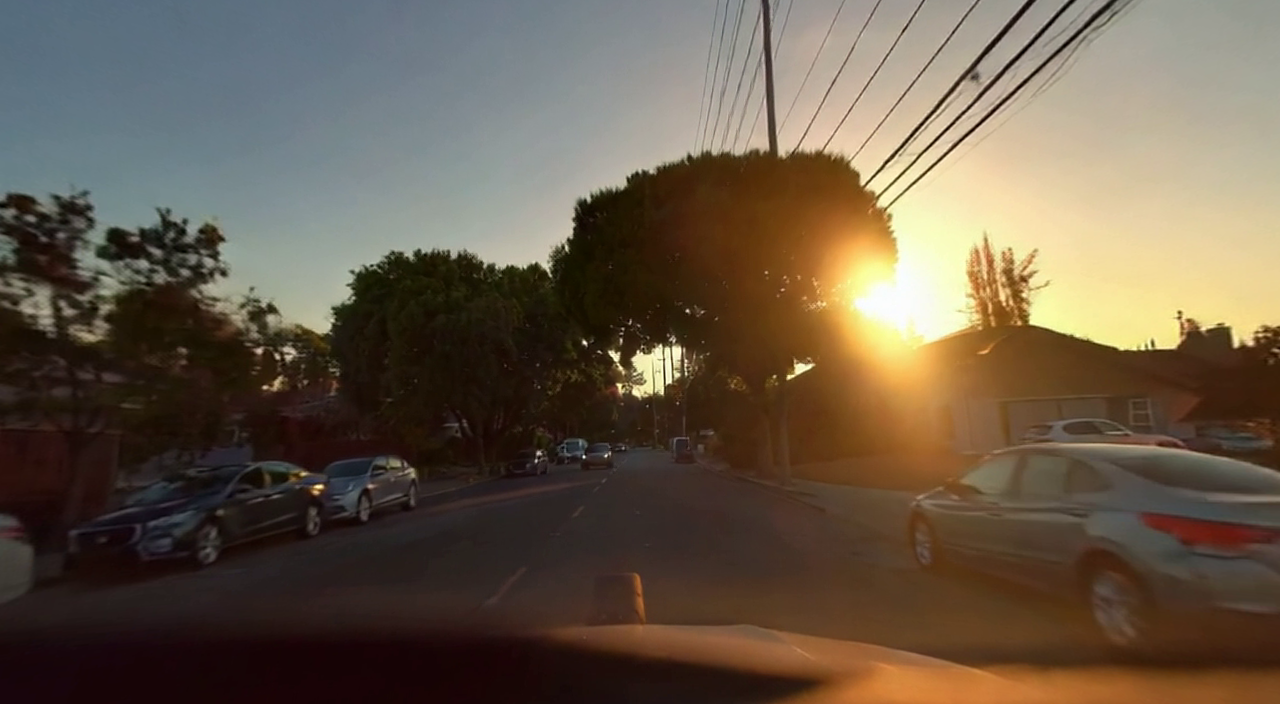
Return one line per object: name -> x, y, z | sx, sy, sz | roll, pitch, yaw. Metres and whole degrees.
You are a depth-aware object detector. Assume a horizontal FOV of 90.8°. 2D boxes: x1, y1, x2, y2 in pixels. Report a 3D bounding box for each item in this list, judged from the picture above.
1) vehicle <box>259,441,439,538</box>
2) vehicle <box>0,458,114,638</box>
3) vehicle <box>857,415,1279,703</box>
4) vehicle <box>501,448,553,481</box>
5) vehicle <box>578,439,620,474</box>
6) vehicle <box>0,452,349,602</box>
vehicle -> -6.498, 3.058, 14.801 | 1.985, 1.712, 4.703 | -5, -9, 0
vehicle -> -6.160, 1.516, 4.127 | 1.813, 1.447, 4.437 | -3, -9, -3
vehicle -> 3.772, 1.416, 5.387 | 2.108, 1.493, 4.878 | 0, -9, 0
vehicle -> -6.212, 6.213, 35.215 | 2.055, 1.666, 4.168 | -2, -9, 1
vehicle -> -2.569, 6.622, 40.310 | 2.154, 2.051, 4.571 | -2, -9, 3
vehicle -> -6.410, 2.341, 9.525 | 1.995, 1.469, 4.931 | -4, -8, -4
